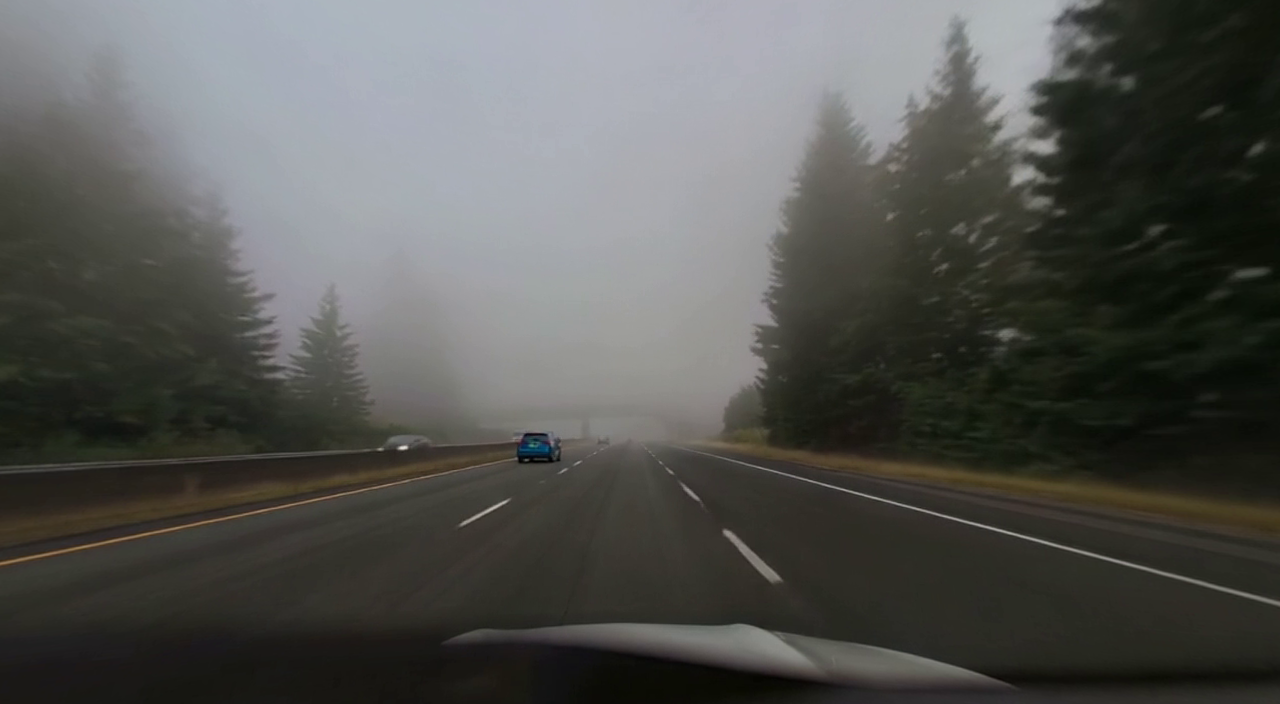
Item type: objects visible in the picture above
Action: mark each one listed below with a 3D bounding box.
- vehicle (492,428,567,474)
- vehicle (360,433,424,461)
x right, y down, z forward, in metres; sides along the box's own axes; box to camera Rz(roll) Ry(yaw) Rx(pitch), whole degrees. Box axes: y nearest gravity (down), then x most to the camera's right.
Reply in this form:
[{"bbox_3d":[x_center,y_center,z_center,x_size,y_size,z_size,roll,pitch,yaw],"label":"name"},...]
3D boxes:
[{"bbox_3d":[-4.185,3.807,24.645,2.086,1.624,4.607,0,-8,0],"label":"vehicle"},{"bbox_3d":[-13.818,5.290,35.383,1.898,1.445,4.372,0,-8,-2],"label":"vehicle"}]
